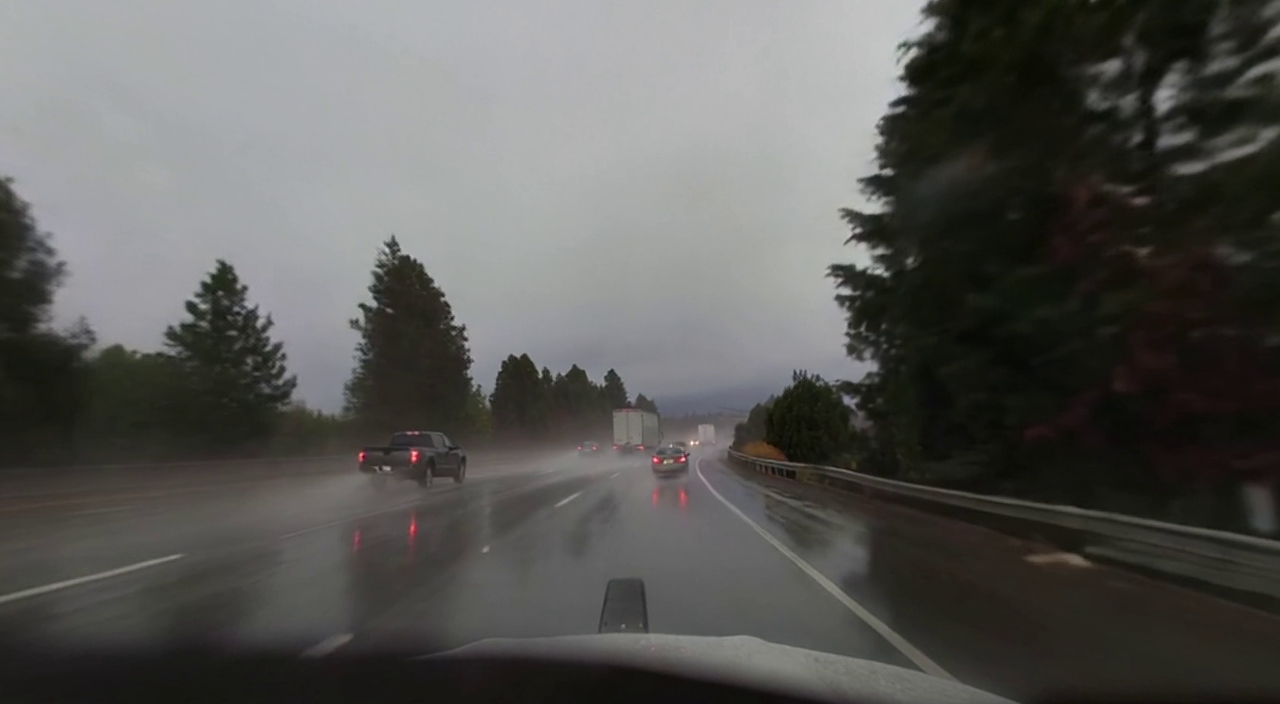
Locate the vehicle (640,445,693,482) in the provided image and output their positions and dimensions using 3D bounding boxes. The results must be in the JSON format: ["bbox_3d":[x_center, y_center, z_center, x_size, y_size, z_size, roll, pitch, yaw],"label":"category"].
[{"bbox_3d":[1.110,4.482,25.672,1.984,1.365,3.767,-1,-9,3],"label":"vehicle"}]

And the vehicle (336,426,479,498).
[{"bbox_3d":[-6.564,3.174,18.563,2.142,1.833,4.854,-1,-9,3],"label":"vehicle"}]
